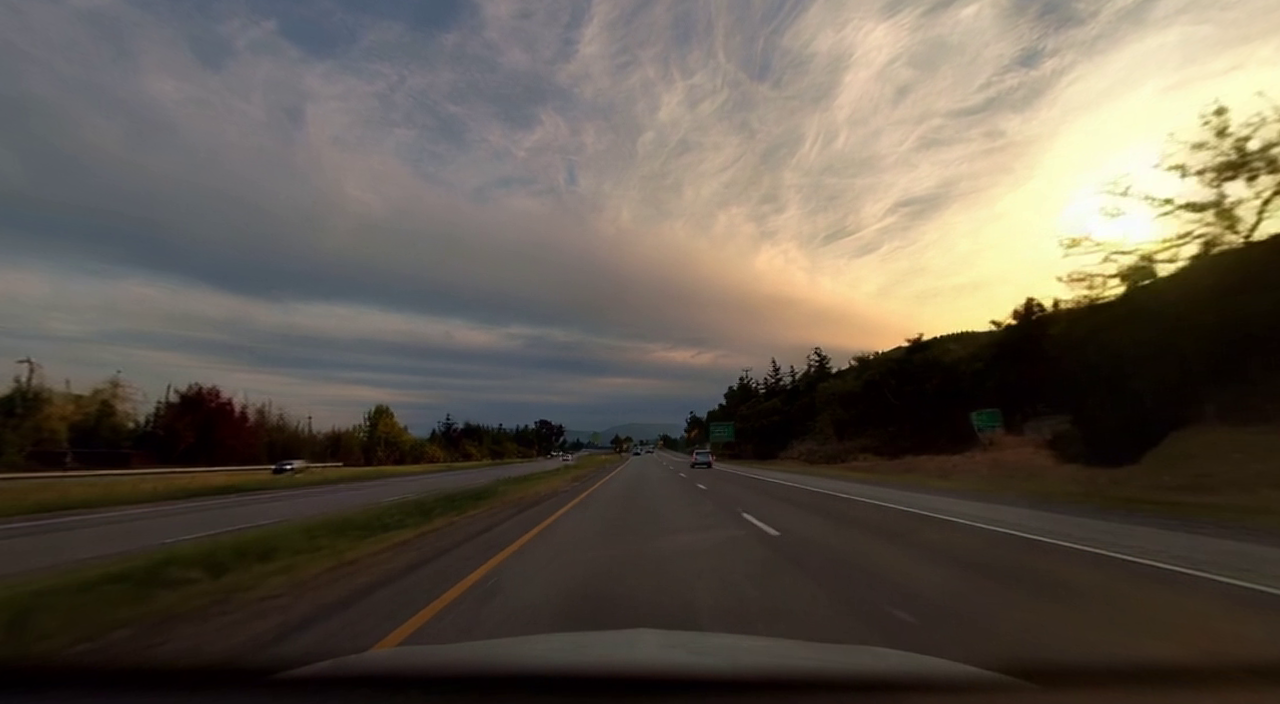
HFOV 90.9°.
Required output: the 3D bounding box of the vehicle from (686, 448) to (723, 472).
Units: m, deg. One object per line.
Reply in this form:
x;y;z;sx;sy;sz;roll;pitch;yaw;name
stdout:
4.330;7.333;43.009;1.984;1.481;4.376;0;-9;0;vehicle
